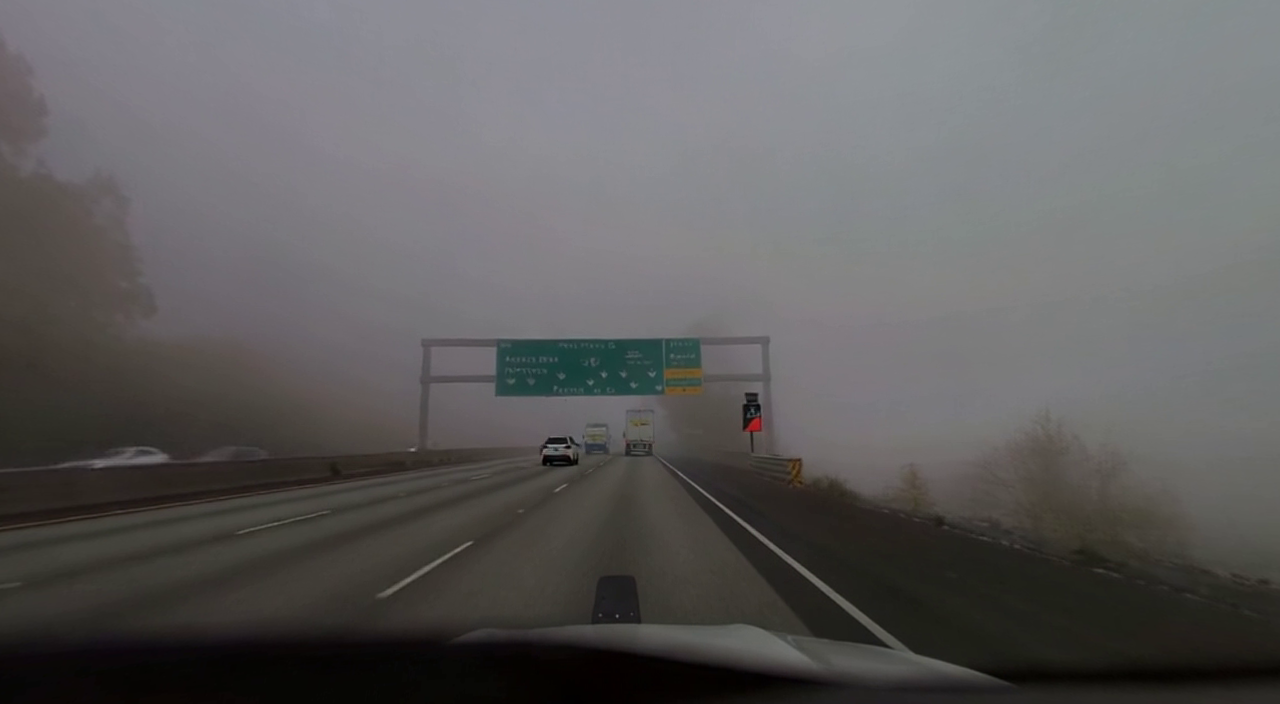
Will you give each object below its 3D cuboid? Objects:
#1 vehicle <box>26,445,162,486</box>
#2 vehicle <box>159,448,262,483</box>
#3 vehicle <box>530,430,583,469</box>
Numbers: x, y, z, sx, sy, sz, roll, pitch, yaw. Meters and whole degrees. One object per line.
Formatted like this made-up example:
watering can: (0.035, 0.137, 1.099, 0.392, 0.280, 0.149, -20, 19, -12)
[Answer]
vehicle: (-23.466, 4.854, 27.339, 1.883, 1.593, 4.450, 0, -8, 0)
vehicle: (-19.312, 5.097, 28.547, 1.748, 1.418, 4.136, 0, -8, -1)
vehicle: (-4.202, 4.986, 32.412, 2.127, 1.839, 4.984, 0, -8, -1)
